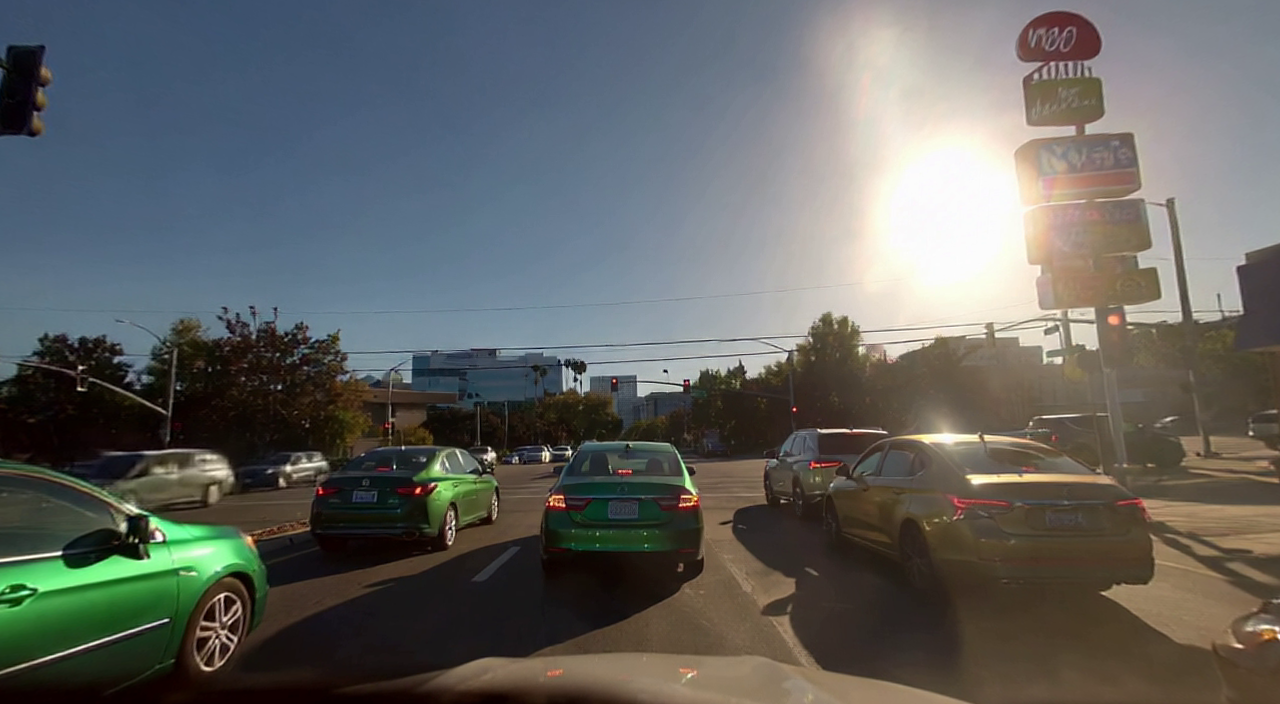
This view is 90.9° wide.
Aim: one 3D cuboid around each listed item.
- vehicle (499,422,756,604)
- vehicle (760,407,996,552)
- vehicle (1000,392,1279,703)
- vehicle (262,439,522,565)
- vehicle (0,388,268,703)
[{"bbox_3d":[-0.125,1.650,7.385,2.140,1.499,4.119,0,-8,-1],"label":"vehicle"},{"bbox_3d":[3.300,1.864,9.834,1.992,1.744,4.183,0,-8,-1],"label":"vehicle"},{"bbox_3d":[3.930,0.971,3.106,1.800,1.519,4.198,0,-8,0],"label":"vehicle"},{"bbox_3d":[-3.300,2.070,9.546,1.995,1.436,4.373,-1,-8,3],"label":"vehicle"},{"bbox_3d":[-3.479,0.840,1.840,2.016,1.547,4.414,0,-8,1],"label":"vehicle"}]
